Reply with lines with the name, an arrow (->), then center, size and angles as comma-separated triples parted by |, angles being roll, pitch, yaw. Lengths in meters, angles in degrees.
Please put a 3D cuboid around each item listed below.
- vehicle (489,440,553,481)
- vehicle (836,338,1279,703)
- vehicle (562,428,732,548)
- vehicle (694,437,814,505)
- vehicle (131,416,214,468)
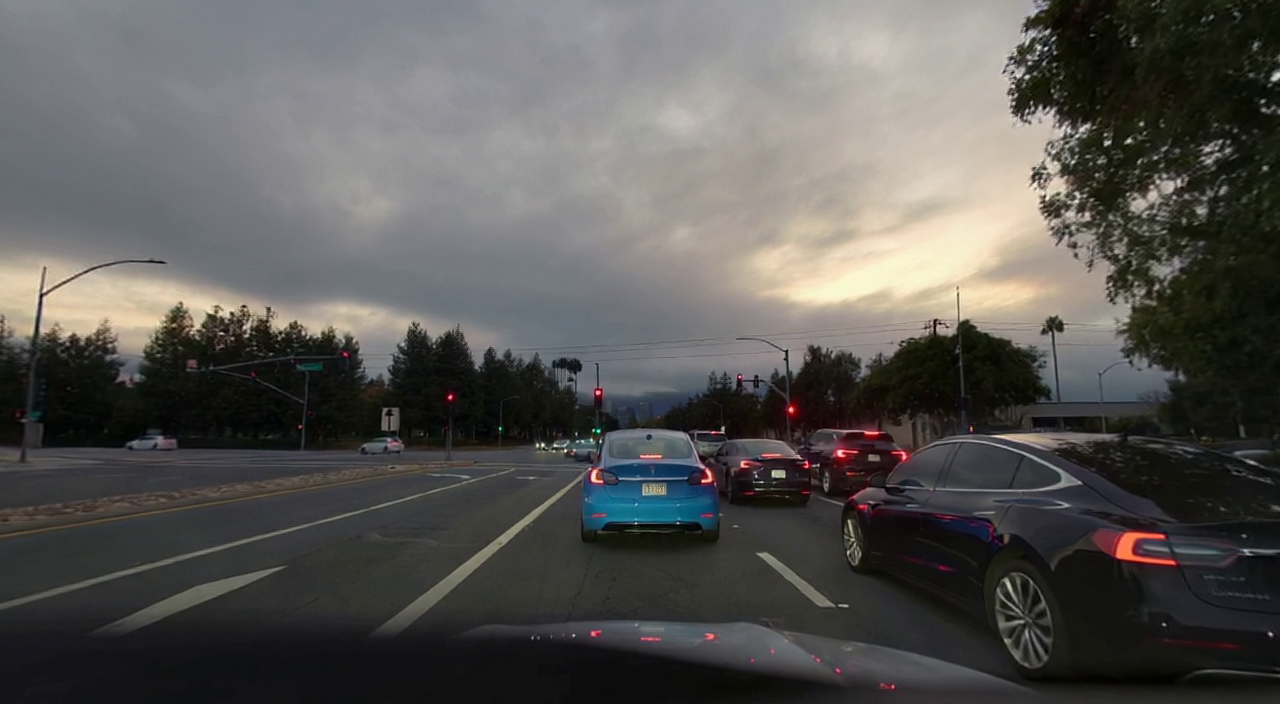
vehicle -> -4.644, 4.283, 25.256 | 1.972, 1.457, 4.171 | 0, -8, -4
vehicle -> 3.177, 1.106, 4.298 | 2.167, 1.676, 4.443 | 0, -8, -1
vehicle -> 0.027, 2.038, 10.174 | 2.147, 1.499, 4.240 | 0, -8, -2
vehicle -> 2.687, 2.924, 16.027 | 2.058, 1.466, 4.208 | 0, -8, -3
vehicle -> -29.265, 5.647, 39.696 | 2.608, 2.990, 3.026 | 2, -8, 1
